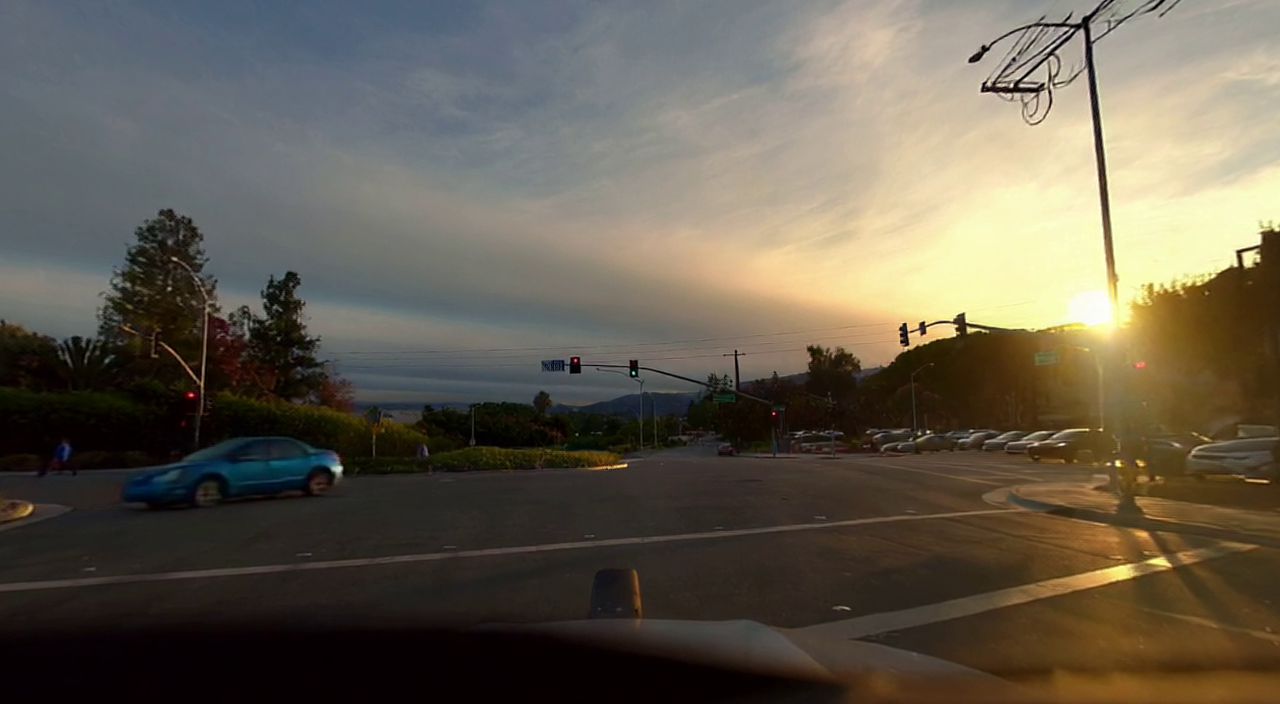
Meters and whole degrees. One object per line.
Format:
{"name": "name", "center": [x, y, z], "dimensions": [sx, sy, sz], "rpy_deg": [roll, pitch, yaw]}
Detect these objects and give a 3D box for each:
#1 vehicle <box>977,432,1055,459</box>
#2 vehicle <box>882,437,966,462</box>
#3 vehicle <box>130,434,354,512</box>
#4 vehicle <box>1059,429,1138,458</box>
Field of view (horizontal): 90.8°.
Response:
{"name": "vehicle", "center": [26.963, 6.727, 45.261], "dimensions": [5.032, 1.828, 2.183], "rpy_deg": [4, -9, -24]}
{"name": "vehicle", "center": [18.698, 6.423, 41.623], "dimensions": [5.234, 1.549, 1.982], "rpy_deg": [4, -9, -24]}
{"name": "vehicle", "center": [-8.943, 2.700, 14.562], "dimensions": [1.740, 1.500, 3.896], "rpy_deg": [-5, -10, 29]}
{"name": "vehicle", "center": [36.105, 7.205, 49.731], "dimensions": [6.148, 2.119, 2.473], "rpy_deg": [4, -10, -28]}
